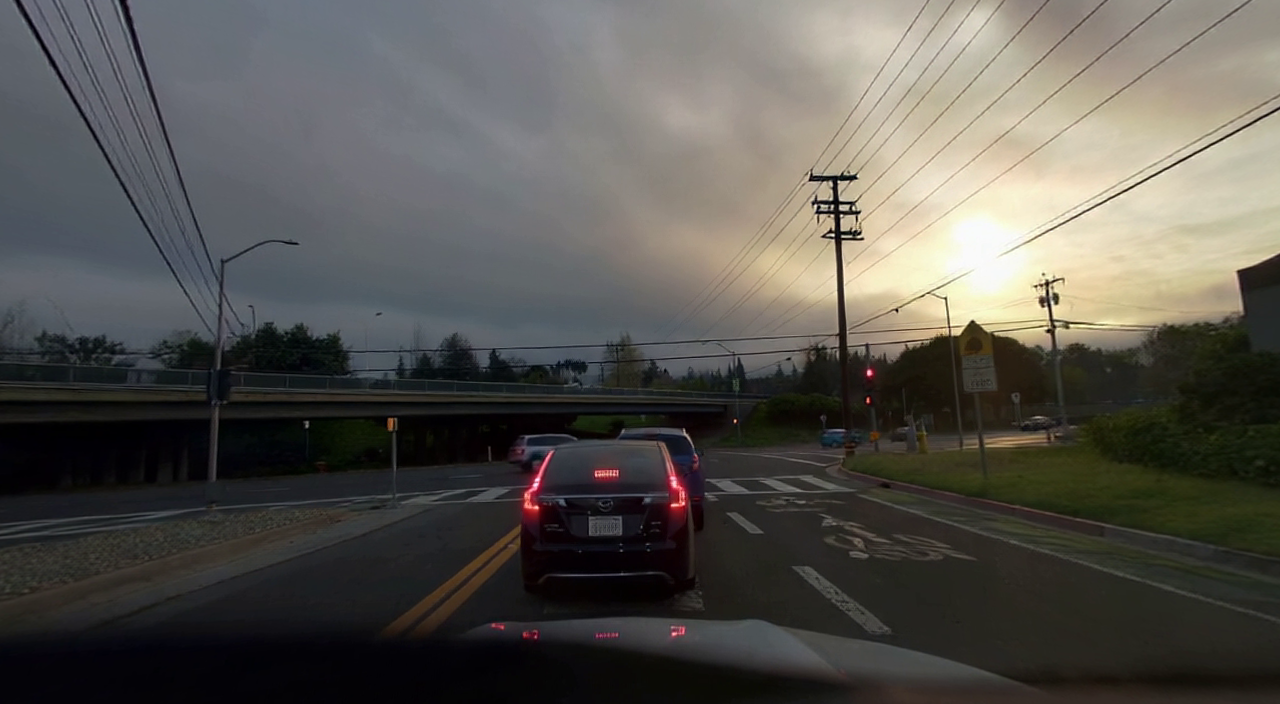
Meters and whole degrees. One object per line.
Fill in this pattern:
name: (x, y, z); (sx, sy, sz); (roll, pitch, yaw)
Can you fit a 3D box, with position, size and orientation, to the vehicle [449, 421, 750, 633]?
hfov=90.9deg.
vehicle: (-0.245, 1.529, 6.470); (2.090, 1.458, 4.033); (-1, -9, 1)
